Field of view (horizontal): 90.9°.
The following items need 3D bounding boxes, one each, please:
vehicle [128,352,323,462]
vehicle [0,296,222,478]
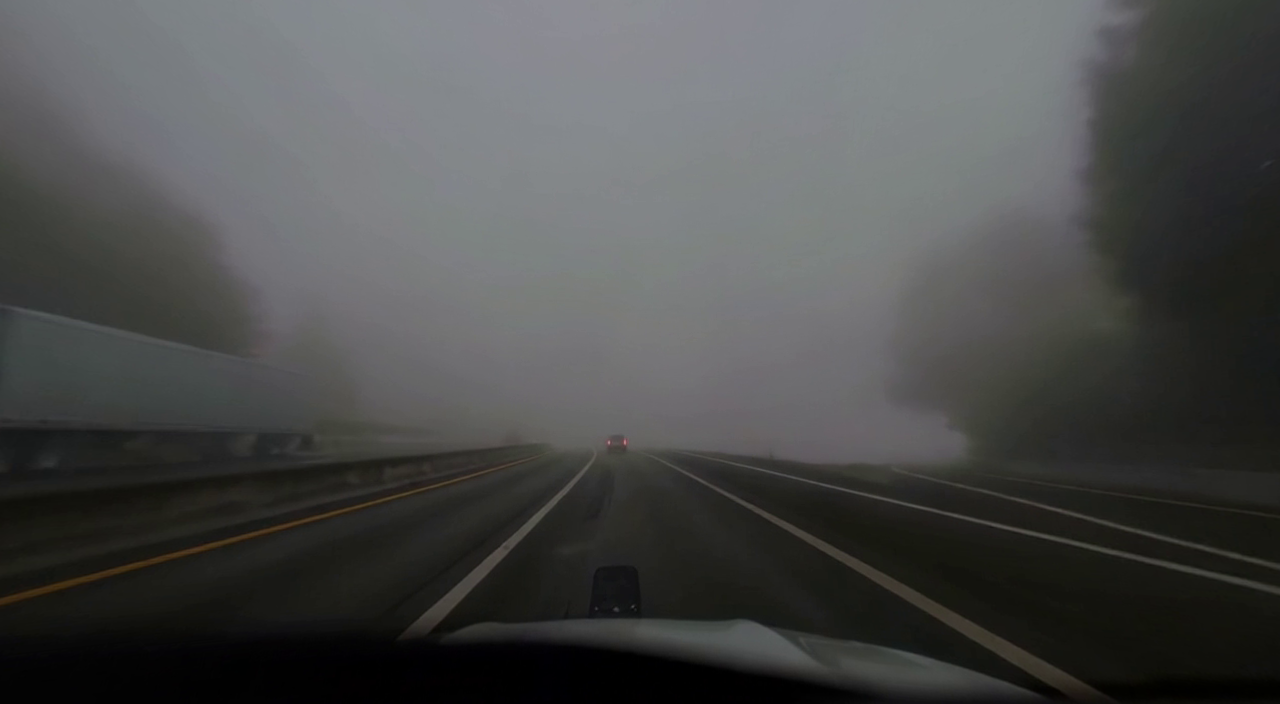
[{"bbox_3d":[-17.037,2.512,26.887,2.869,4.000,7.977,0,-8,-1],"label":"vehicle"},{"bbox_3d":[-16.817,1.120,17.221,2.953,4.309,11.639,0,-8,-1],"label":"vehicle"}]
